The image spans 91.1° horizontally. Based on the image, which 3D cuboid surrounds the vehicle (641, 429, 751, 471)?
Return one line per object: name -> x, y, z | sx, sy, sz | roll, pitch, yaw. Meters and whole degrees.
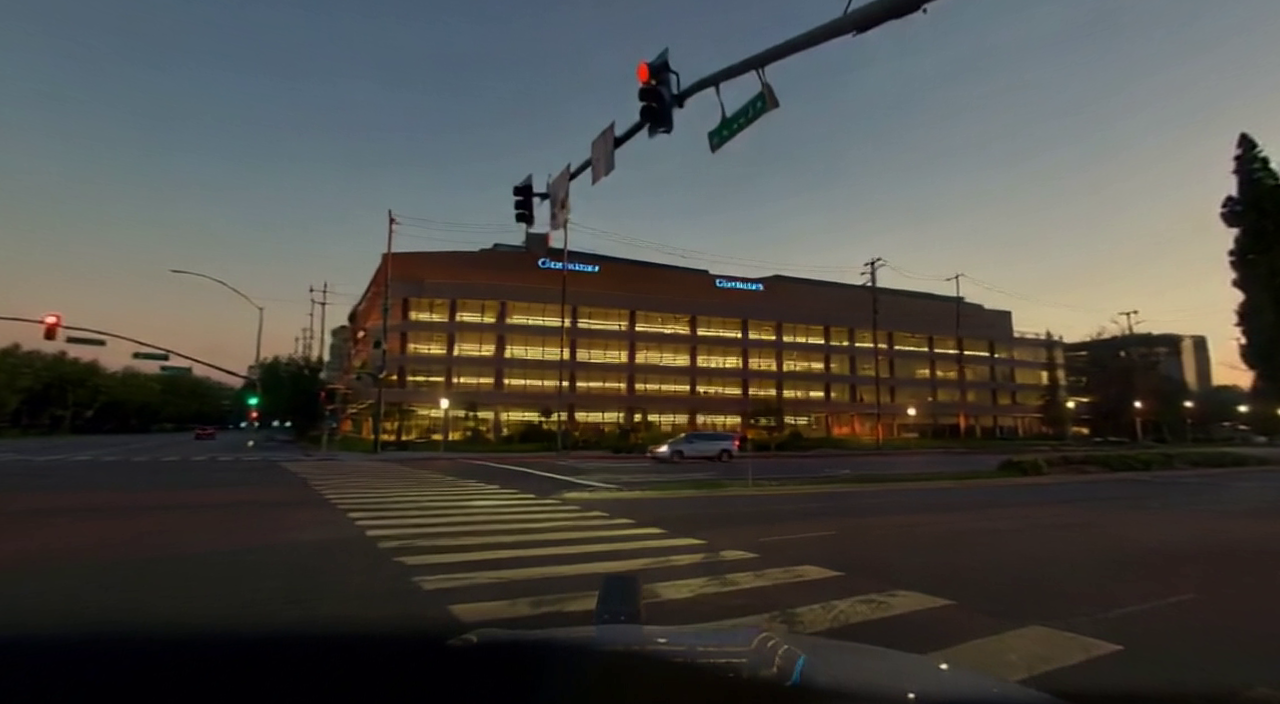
vehicle -> 2.604, 4.504, 29.070 | 4.713, 1.775, 2.030 | 3, -9, -29
